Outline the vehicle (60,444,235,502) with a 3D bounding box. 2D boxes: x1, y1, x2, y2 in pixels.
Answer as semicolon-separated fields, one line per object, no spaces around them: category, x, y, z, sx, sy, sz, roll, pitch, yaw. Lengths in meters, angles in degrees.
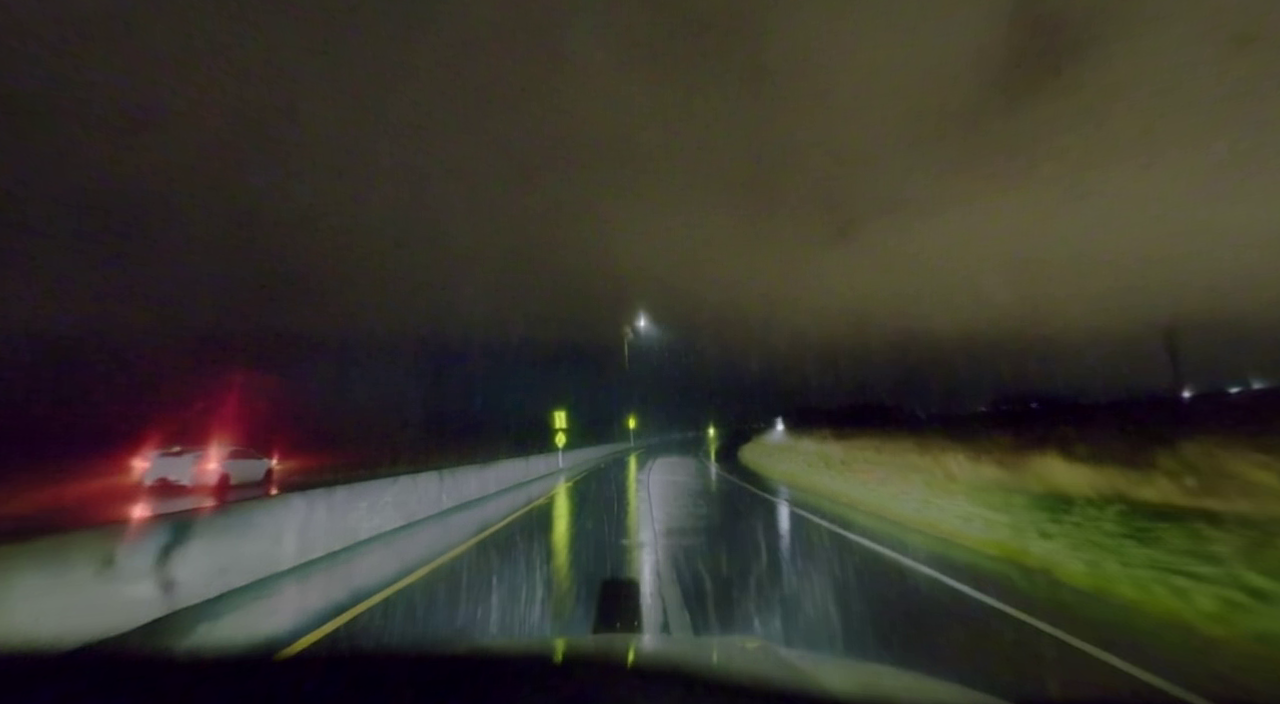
vehicle;-14.351;3.497;18.696;1.895;1.451;4.168;0;-8;-1
